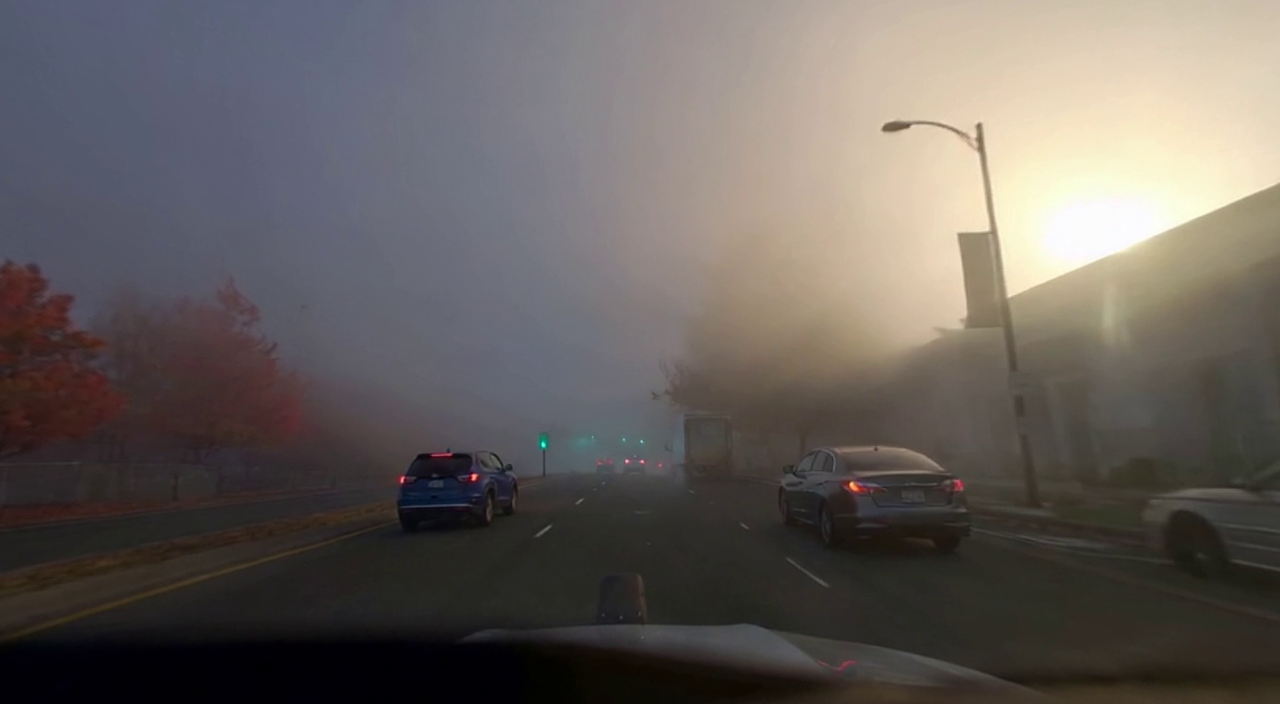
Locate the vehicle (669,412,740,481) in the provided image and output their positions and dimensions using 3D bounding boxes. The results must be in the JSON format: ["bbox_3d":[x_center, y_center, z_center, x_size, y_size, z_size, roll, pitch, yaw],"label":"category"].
[{"bbox_3d":[3.767,5.940,39.724,3.003,3.680,10.684,0,-9,-2],"label":"vehicle"}]

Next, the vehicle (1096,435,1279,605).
[{"bbox_3d":[7.093,1.558,5.792,2.035,1.595,4.984,0,-8,0],"label":"vehicle"}]

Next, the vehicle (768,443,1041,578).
[{"bbox_3d":[3.402,2.109,9.415,1.915,1.449,4.970,0,-9,0],"label":"vehicle"}]

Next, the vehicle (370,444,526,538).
[{"bbox_3d":[-3.635,2.677,12.856,1.751,1.540,4.481,-1,-9,1],"label":"vehicle"}]
